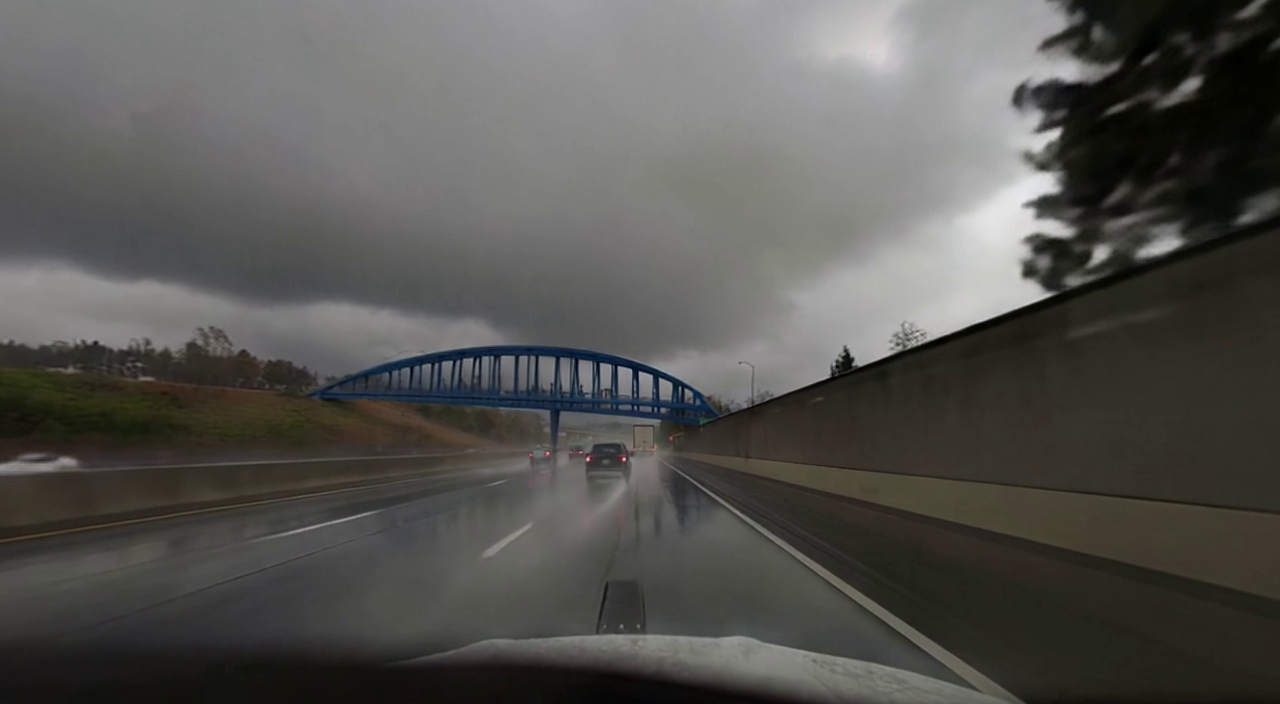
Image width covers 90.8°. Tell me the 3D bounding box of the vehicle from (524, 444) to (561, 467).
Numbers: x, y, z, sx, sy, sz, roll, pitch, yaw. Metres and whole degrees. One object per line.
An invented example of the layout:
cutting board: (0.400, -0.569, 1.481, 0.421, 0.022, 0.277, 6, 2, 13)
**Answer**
vehicle: (-7.293, 7.774, 47.525, 2.024, 1.605, 4.499, 0, -9, 0)

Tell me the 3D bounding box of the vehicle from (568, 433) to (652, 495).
vehicle: (-0.800, 3.503, 20.091, 2.299, 1.716, 4.579, -1, -9, 2)
